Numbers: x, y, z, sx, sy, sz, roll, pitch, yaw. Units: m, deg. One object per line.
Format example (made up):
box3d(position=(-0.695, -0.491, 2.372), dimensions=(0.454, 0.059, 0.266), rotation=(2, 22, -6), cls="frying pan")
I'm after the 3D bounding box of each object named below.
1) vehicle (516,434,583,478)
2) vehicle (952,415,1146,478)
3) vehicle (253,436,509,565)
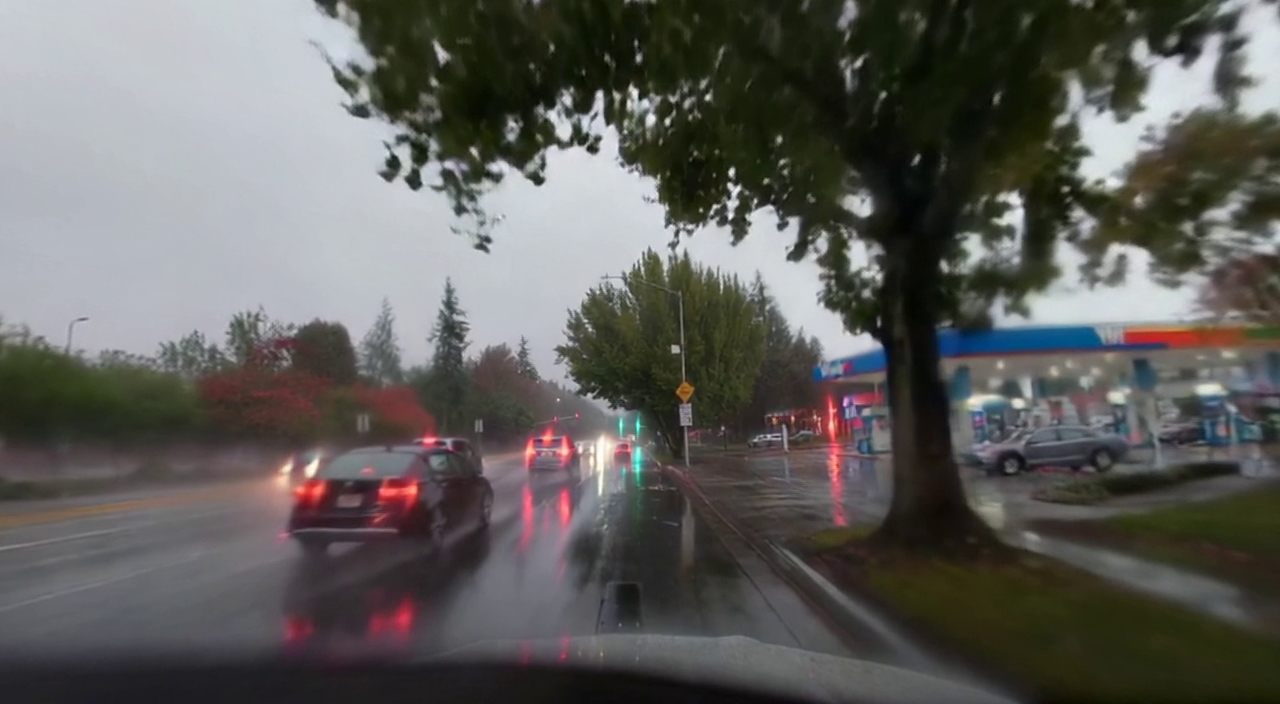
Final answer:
box3d(position=(-3.988, 4.671, 28.534), dimensions=(2.306, 1.815, 4.476), rotation=(0, -9, 1), cls="vehicle")
box3d(position=(12.193, 2.841, 19.045), dimensions=(4.385, 1.439, 1.912), rotation=(-5, -7, 4), cls="vehicle")
box3d(position=(-3.408, 2.022, 9.377), dimensions=(1.888, 1.452, 4.303), rotation=(-1, -9, 2), cls="vehicle")
